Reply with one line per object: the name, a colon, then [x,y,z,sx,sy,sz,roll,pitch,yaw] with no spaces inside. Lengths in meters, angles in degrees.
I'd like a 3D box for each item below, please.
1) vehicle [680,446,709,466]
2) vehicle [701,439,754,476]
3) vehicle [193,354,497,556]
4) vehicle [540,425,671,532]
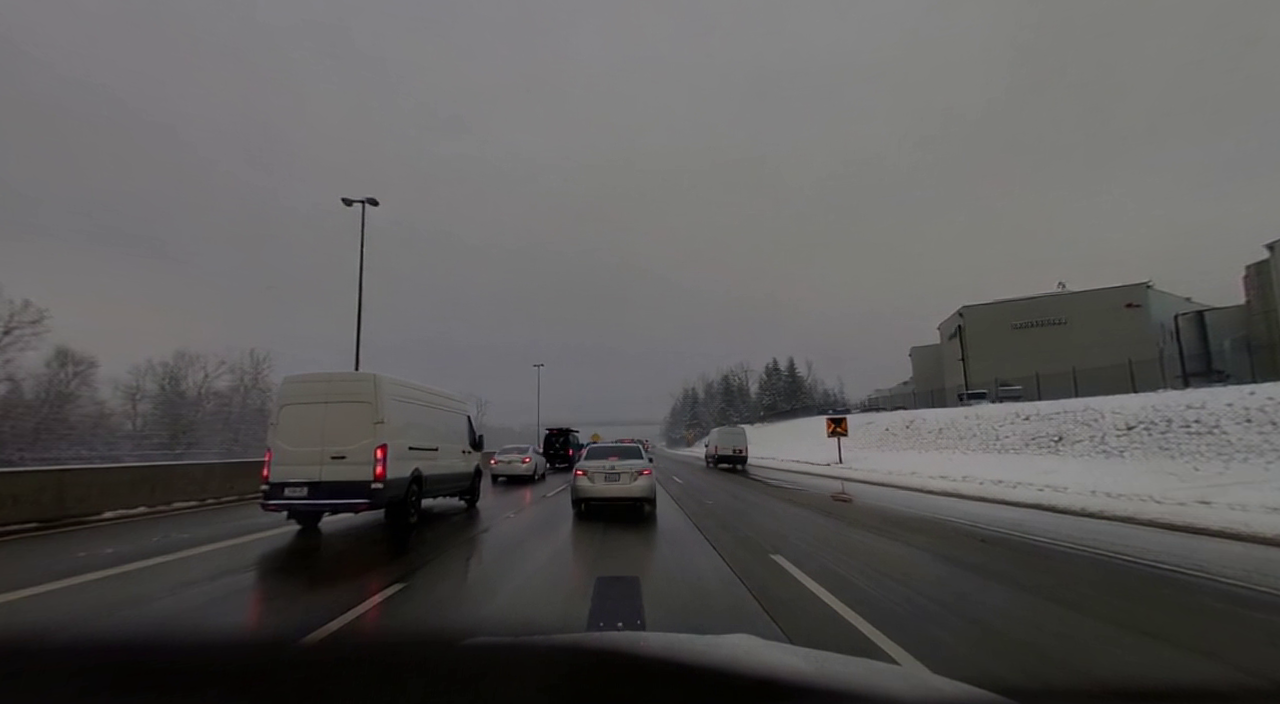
vehicle: [4.170,8.068,48.883,1.874,1.512,3.723,0,-9,0]
vehicle: [4.322,5.298,31.770,2.003,1.754,4.134,0,-9,0]
vehicle: [-4.604,1.849,11.668,2.248,2.626,6.837,0,-9,0]
vehicle: [-0.552,2.330,12.070,2.093,1.695,3.782,0,-9,0]
